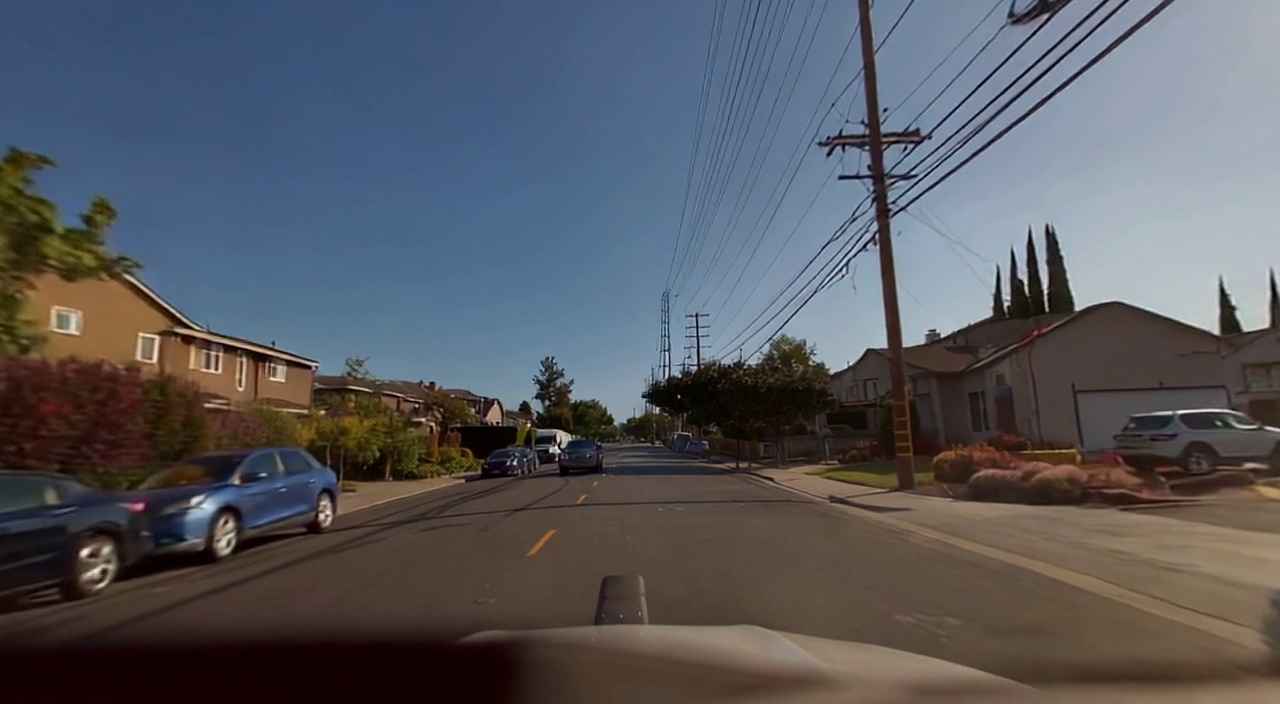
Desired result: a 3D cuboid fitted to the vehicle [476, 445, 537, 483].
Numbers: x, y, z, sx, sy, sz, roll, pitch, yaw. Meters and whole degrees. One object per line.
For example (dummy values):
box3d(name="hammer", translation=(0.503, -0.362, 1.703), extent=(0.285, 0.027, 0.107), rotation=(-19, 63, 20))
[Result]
box3d(name="vehicle", translation=(-6.457, 5.427, 30.946), extent=(2.055, 1.666, 4.168), rotation=(-2, -9, 1))

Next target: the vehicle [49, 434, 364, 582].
box3d(name="vehicle", translation=(-6.634, 2.358, 10.530), extent=(1.985, 1.712, 4.703), rotation=(-5, -8, -1))

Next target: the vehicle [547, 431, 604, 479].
box3d(name="vehicle", translation=(-3.049, 4.994, 30.765), extent=(2.154, 2.051, 4.571), rotation=(-2, -9, 2))

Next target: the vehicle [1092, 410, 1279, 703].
box3d(name="vehicle", translation=(3.746, 0.787, 1.231), extent=(2.108, 1.493, 4.878), rotation=(0, -8, 0))

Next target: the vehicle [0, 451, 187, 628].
box3d(name="vehicle", translation=(-6.456, 1.666, 5.285), extent=(1.995, 1.469, 4.931), rotation=(-4, -8, -4))
